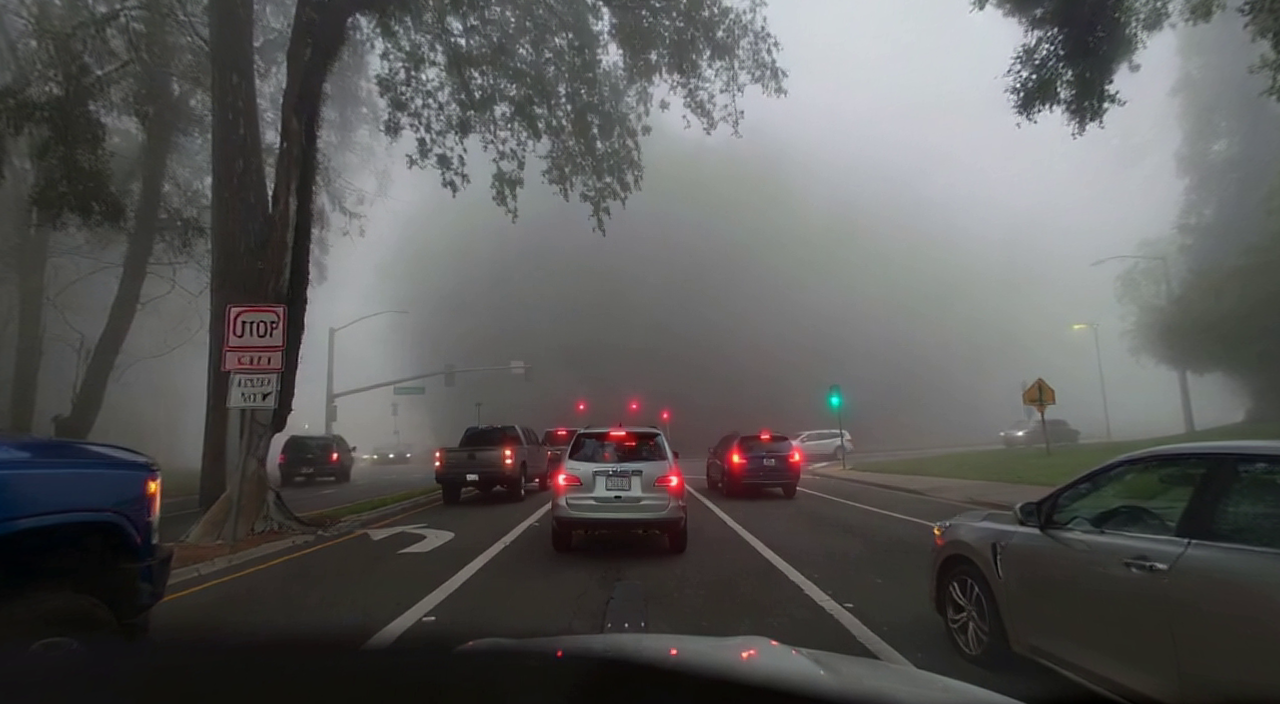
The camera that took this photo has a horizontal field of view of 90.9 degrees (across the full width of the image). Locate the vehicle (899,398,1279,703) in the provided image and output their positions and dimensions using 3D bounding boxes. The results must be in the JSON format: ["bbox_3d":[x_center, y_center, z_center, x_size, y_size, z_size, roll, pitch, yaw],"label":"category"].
[{"bbox_3d":[3.022,0.982,2.653,1.874,1.477,4.698,0,-8,0],"label":"vehicle"}]

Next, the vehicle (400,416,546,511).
[{"bbox_3d":[-3.625,2.527,14.689,2.089,1.857,4.488,0,-8,1],"label":"vehicle"}]

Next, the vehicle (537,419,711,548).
[{"bbox_3d":[-0.217,1.937,9.877,2.194,1.607,3.690,0,-8,0],"label":"vehicle"}]

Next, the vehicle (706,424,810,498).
[{"bbox_3d":[3.184,3.062,18.081,2.102,1.841,4.587,0,-8,0],"label":"vehicle"}]

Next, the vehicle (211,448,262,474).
[{"bbox_3d":[-30.335,8.160,47.291,2.256,1.799,4.831,8,-12,-43],"label":"vehicle"}]

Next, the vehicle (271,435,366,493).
[{"bbox_3d":[-10.413,3.604,20.823,2.122,1.653,4.807,3,-9,-20],"label":"vehicle"}]

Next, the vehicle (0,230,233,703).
[{"bbox_3d":[-3.472,0.352,0.318,2.656,2.021,5.800,0,-8,0],"label":"vehicle"}]
